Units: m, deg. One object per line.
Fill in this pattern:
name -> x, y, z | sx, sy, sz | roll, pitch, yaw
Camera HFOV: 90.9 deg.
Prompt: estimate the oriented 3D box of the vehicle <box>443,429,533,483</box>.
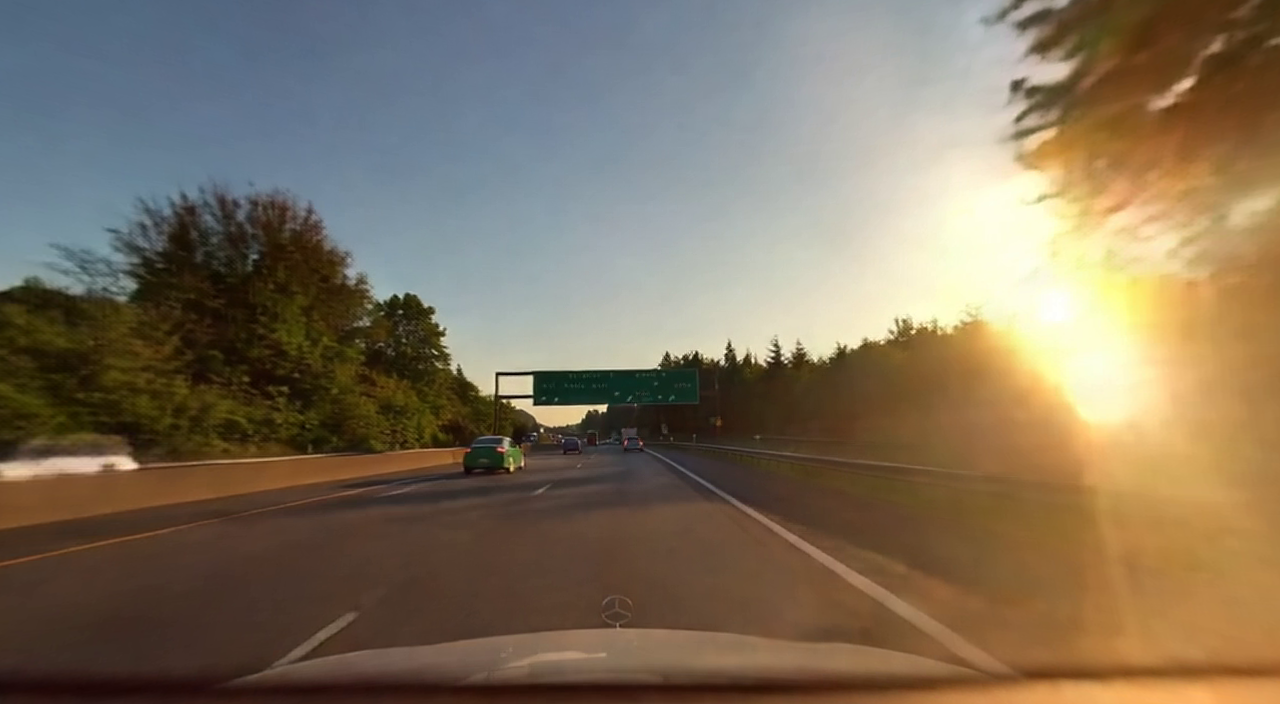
vehicle -> -4.653, 3.217, 19.878 | 1.959, 1.514, 3.668 | 0, -8, 0
